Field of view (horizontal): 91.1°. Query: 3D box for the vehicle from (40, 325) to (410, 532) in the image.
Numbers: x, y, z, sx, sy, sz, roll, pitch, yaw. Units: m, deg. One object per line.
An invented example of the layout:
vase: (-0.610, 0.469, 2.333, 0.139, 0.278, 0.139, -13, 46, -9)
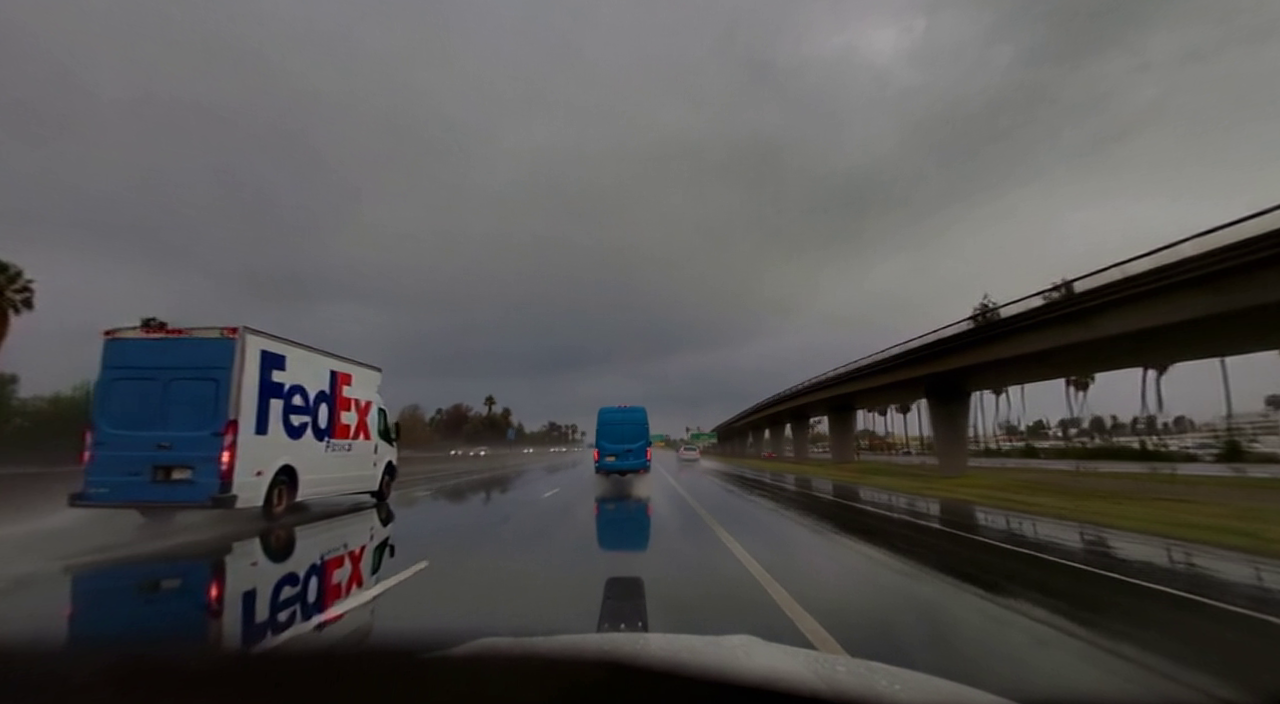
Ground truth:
vehicle: (-7.762, 1.737, 13.435, 2.965, 3.178, 7.188, 1, -9, -1)

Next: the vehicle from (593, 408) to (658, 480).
vehicle: (-0.538, 3.955, 27.024, 2.476, 2.776, 5.598, 0, -9, 1)

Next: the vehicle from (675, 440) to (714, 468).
vehicle: (3.367, 6.357, 39.398, 1.987, 1.648, 3.984, 0, -9, -1)
